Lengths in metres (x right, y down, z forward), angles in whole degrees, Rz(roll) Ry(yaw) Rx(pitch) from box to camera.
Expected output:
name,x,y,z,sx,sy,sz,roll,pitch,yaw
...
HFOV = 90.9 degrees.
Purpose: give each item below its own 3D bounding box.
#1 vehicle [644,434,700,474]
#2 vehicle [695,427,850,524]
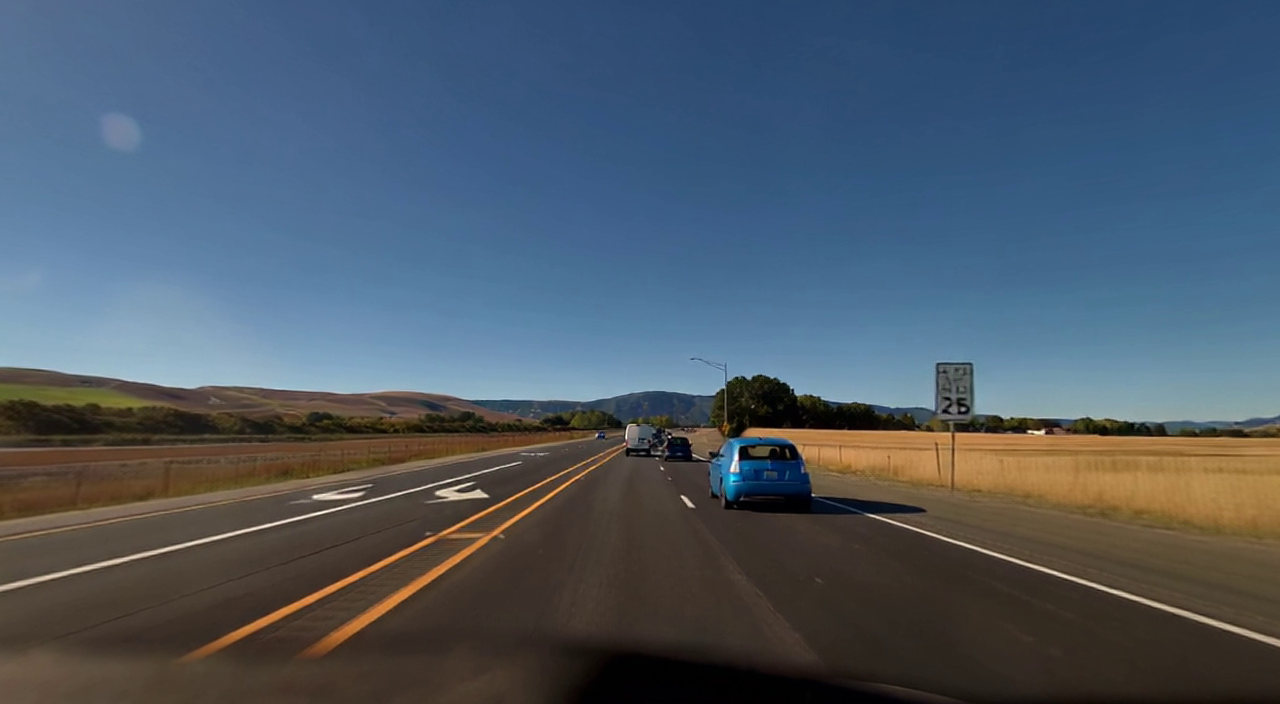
name,x,y,z,sx,sy,sz,roll,pitch,yaw
vehicle,1.258,4.312,26.907,2.026,1.531,4.273,0,-8,-2
vehicle,2.313,2.280,12.186,2.007,1.534,3.976,0,-8,-2
